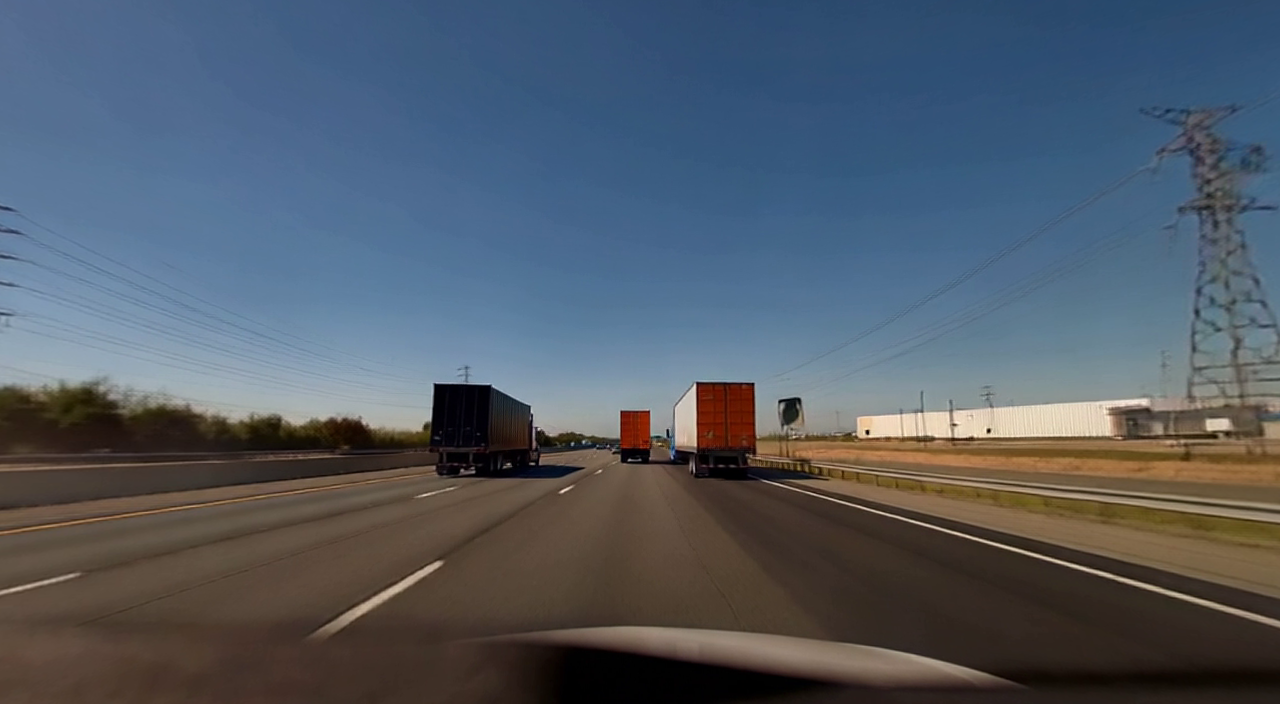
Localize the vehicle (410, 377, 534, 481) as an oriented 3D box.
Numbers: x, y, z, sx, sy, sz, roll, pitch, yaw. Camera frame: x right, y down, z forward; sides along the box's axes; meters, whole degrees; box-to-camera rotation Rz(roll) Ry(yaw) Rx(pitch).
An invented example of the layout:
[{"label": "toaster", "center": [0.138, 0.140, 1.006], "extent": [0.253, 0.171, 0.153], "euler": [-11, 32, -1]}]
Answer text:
[{"label": "vehicle", "center": [-7.351, 3.772, 29.866], "extent": [2.937, 3.981, 11.119], "euler": [0, -9, -1]}]
